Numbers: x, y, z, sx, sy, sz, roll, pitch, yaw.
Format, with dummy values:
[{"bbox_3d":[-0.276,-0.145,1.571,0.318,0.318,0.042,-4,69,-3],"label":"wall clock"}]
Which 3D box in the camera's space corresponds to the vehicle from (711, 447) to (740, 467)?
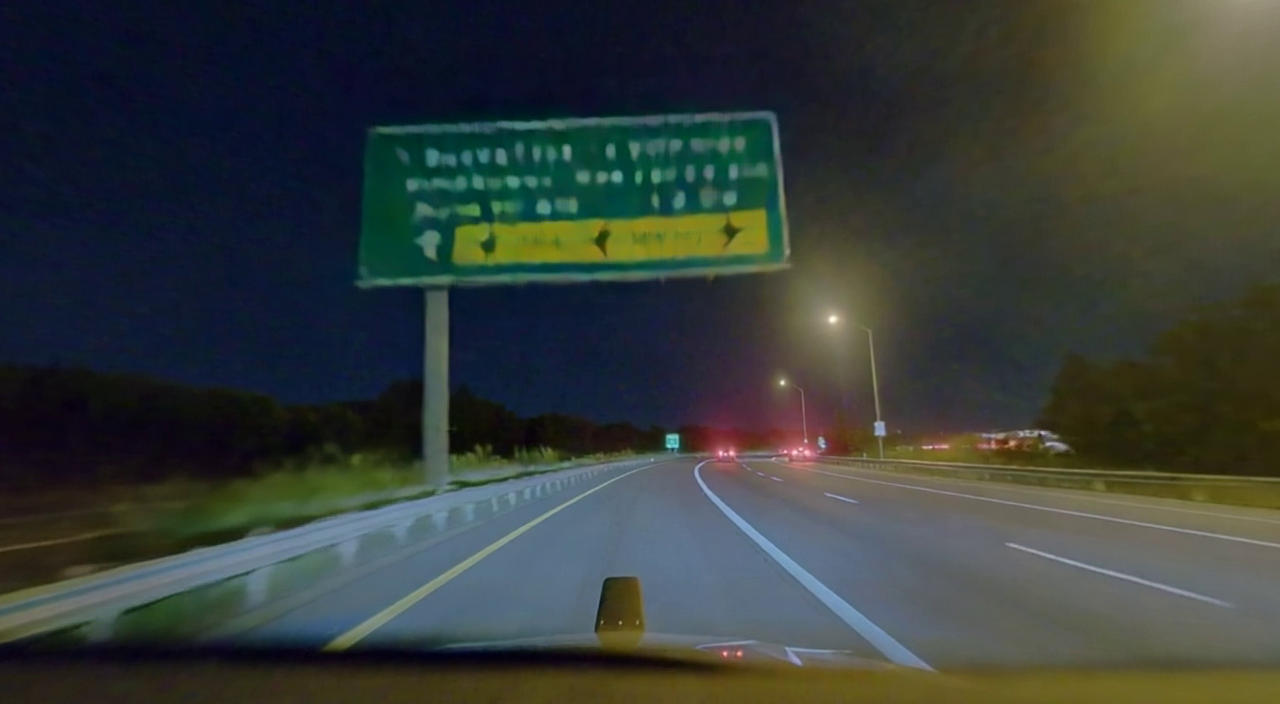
[{"bbox_3d":[6.638,8.177,49.430,1.874,1.506,4.116,-1,-9,4],"label":"vehicle"}]
